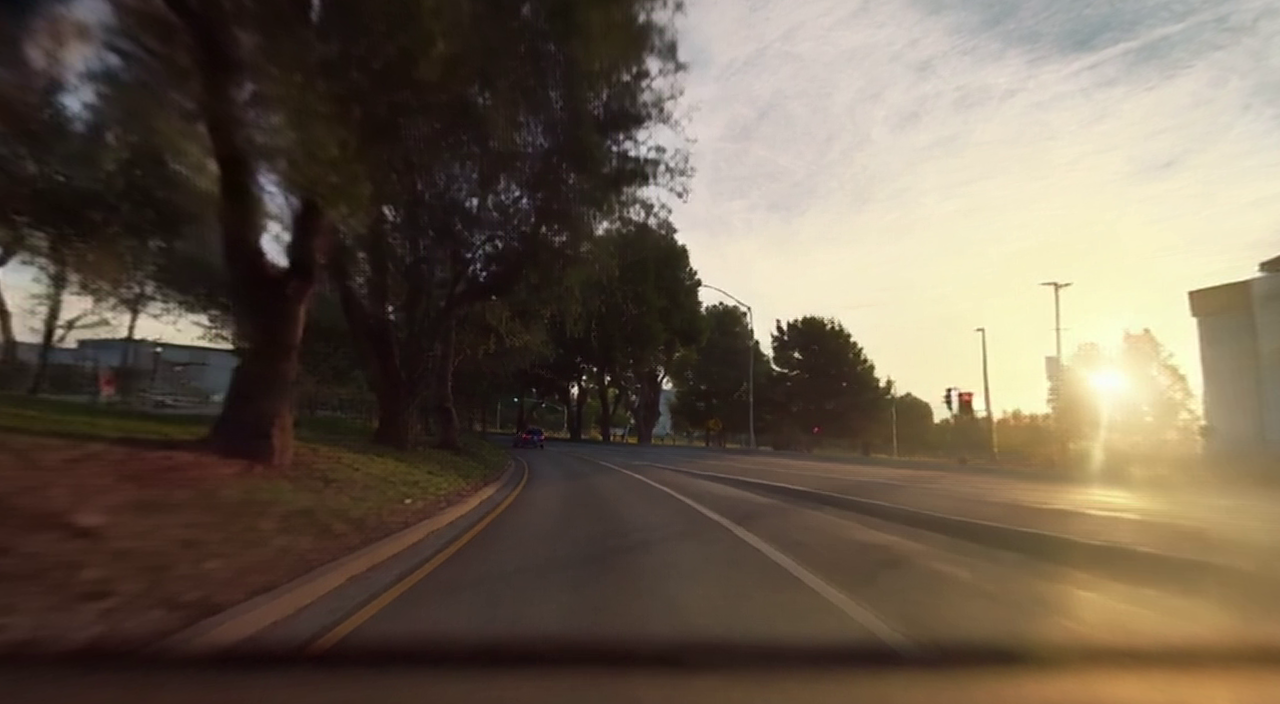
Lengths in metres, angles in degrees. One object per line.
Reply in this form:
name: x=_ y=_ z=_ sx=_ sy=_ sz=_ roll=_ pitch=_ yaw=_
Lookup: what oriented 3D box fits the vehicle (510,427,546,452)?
vehicle: x=-8.204 y=6.381 z=45.751 sx=1.947 sy=1.729 sz=4.051 roll=2 pitch=-9 yaw=-18
